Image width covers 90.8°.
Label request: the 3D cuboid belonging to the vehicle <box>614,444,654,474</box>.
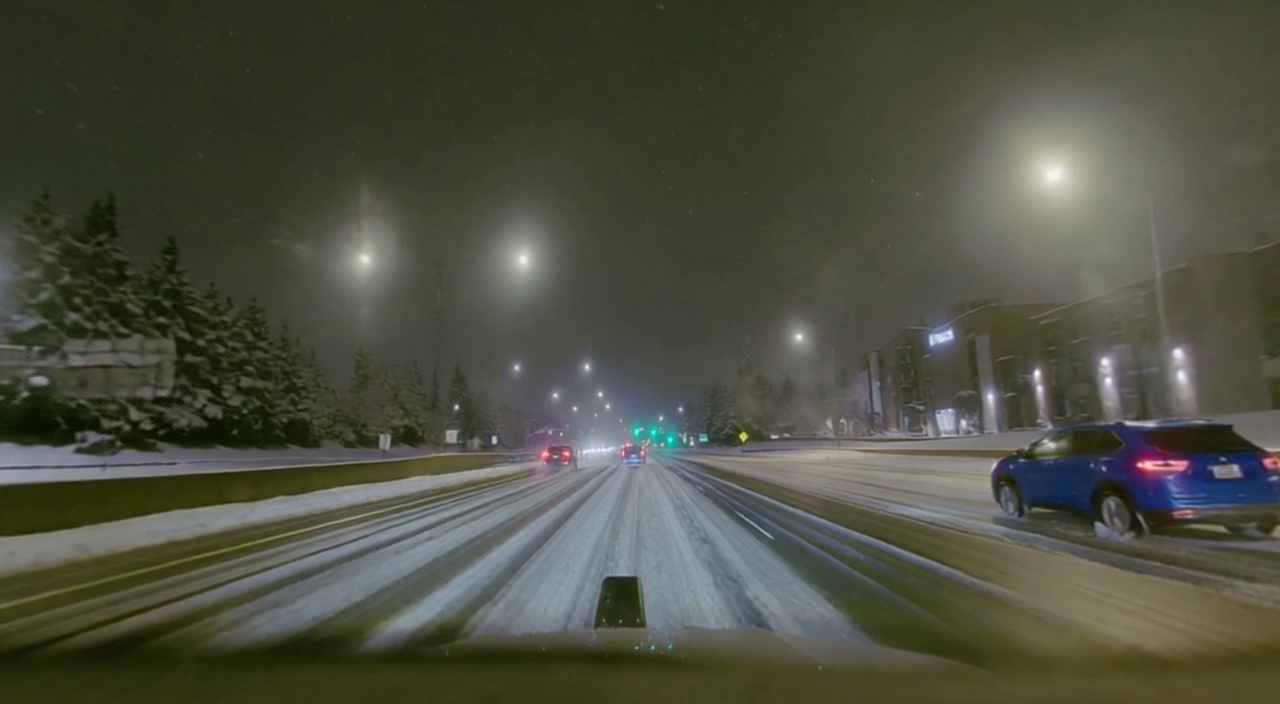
[{"bbox_3d":[-0.341,5.704,34.044,1.997,1.485,4.094,0,-9,-1],"label":"vehicle"}]

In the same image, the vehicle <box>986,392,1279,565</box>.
[{"bbox_3d":[7.379,1.673,9.066,2.028,1.801,4.741,0,-9,-1],"label":"vehicle"}]

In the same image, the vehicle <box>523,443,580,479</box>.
[{"bbox_3d":[-3.908,4.904,28.712,1.886,1.465,4.625,0,-9,0],"label":"vehicle"}]
